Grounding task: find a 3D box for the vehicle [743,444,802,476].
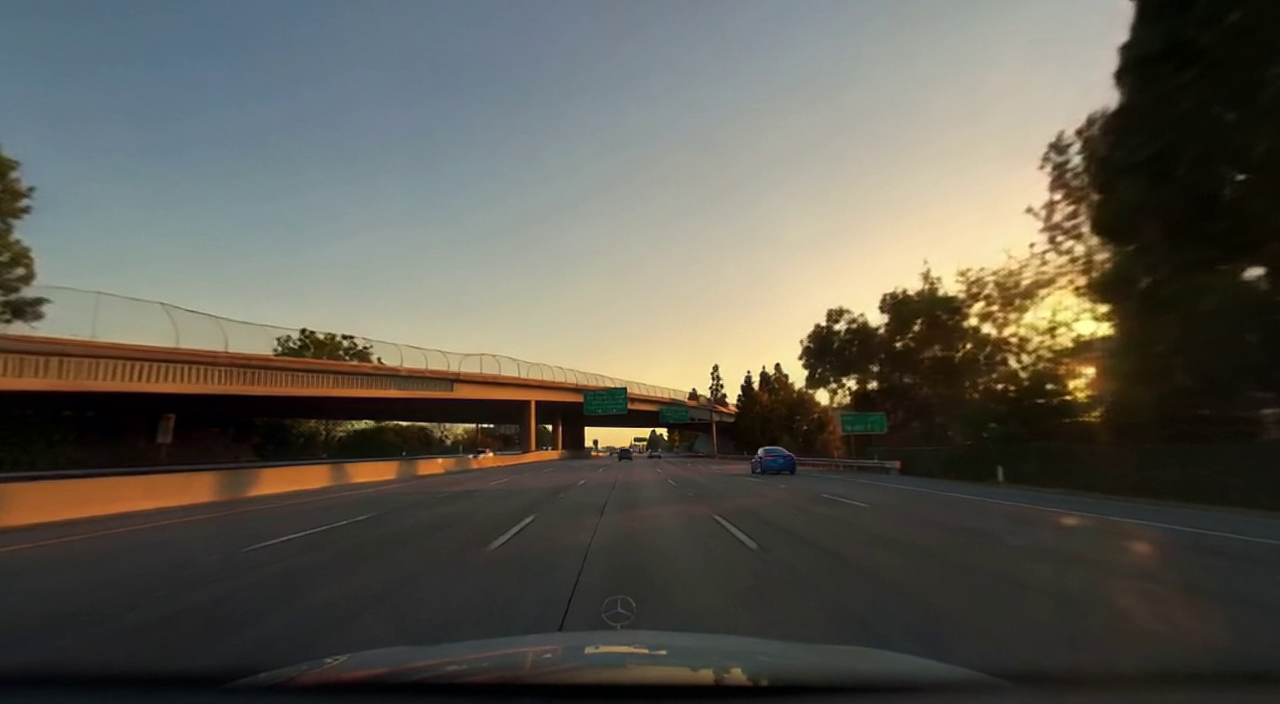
[{"bbox_3d":[6.782,5.552,32.855,1.958,1.498,4.447,1,-8,-2],"label":"vehicle"}]
